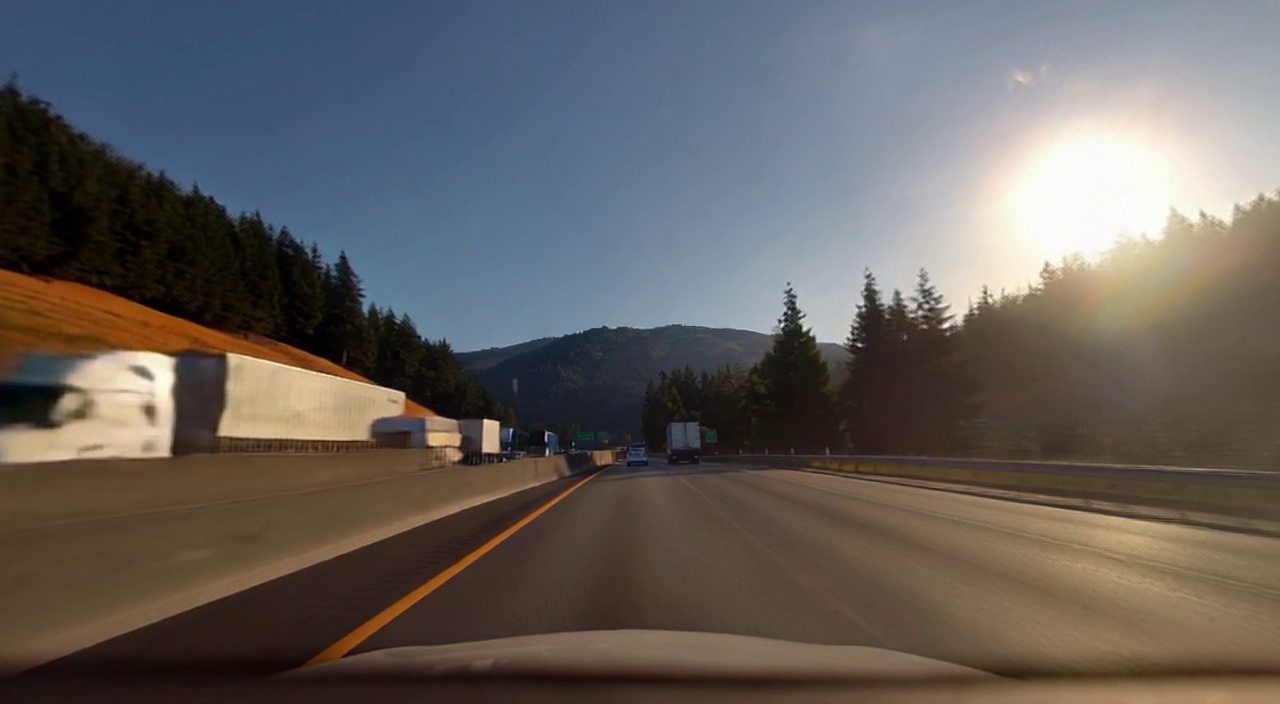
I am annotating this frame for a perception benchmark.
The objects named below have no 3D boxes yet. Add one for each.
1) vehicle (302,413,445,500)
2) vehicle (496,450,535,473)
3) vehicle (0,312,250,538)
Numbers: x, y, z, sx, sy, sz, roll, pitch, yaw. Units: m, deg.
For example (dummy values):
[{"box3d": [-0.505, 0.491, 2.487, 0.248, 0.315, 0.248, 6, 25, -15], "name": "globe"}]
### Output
[{"box3d": [-8.517, 3.422, 20.921, 2.344, 2.503, 5.344, 0, -9, 0], "name": "vehicle"}, {"box3d": [-8.715, 7.718, 44.484, 1.844, 1.467, 3.930, 1, -10, 1], "name": "vehicle"}, {"box3d": [-12.427, 1.723, 14.317, 2.951, 3.988, 6.237, 0, -9, 0], "name": "vehicle"}]
